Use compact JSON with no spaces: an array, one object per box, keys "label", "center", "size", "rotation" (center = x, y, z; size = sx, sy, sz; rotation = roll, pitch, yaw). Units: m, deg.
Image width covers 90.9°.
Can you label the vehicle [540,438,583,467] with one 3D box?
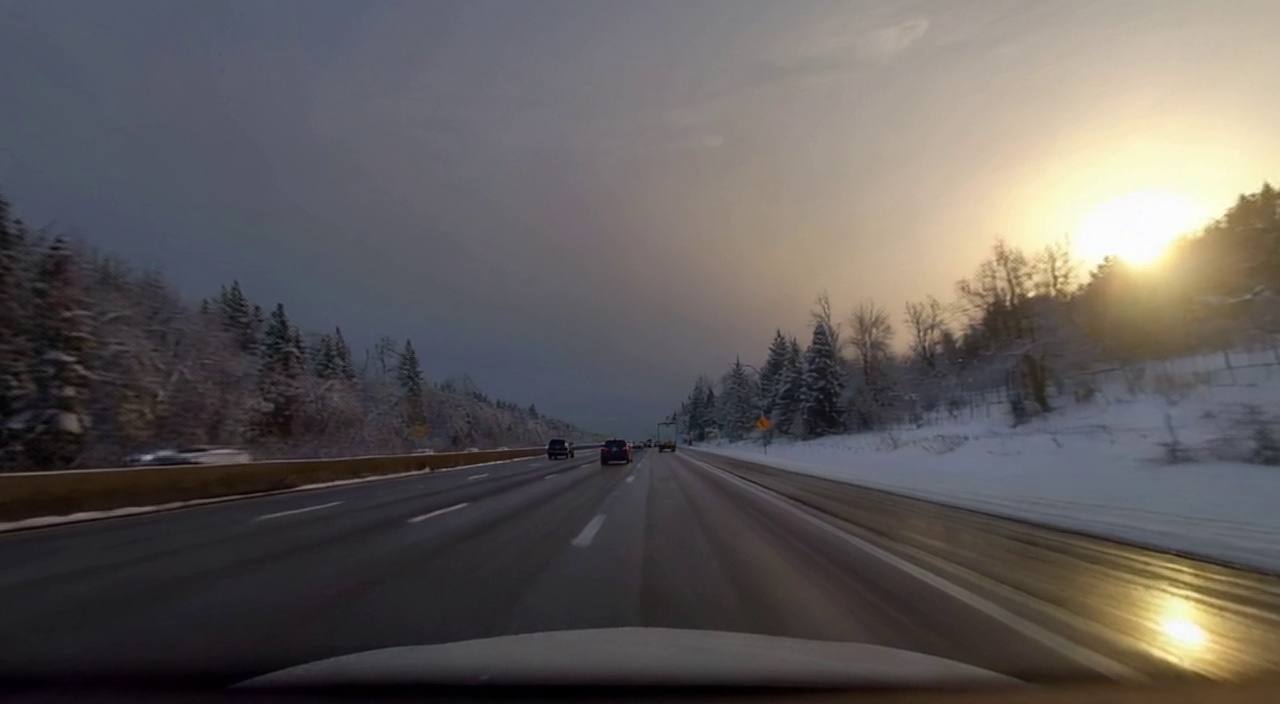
[{"label":"vehicle","center":[-4.925,6.376,40.135],"size":[2.062,1.691,4.278],"rotation":[0,-8,2]}]

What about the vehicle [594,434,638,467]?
[{"label":"vehicle","center":[-1.330,5.894,37.949],"size":[2.283,1.802,4.810],"rotation":[0,-8,2]}]

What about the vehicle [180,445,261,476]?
[{"label":"vehicle","center":[-29.998,7.738,45.338],"size":[2.582,2.126,4.439],"rotation":[0,-8,2]}]

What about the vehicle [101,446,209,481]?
[{"label":"vehicle","center":[-30.237,6.925,39.639],"size":[2.377,2.013,5.364],"rotation":[0,-8,2]}]
